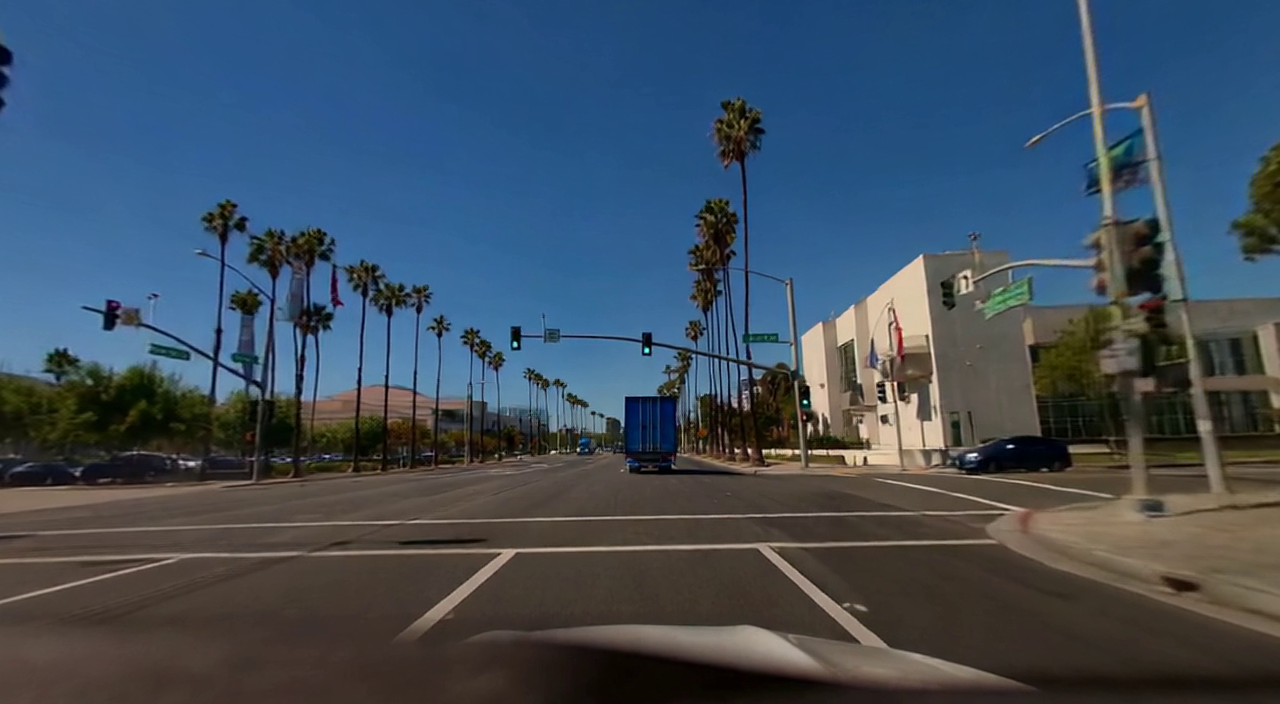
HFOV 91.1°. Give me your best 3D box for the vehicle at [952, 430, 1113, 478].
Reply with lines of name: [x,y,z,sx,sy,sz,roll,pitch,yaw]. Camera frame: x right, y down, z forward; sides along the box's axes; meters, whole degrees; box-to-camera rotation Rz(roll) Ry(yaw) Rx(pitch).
vehicle: [13.664,3.576,22.087,4.270,1.520,1.931,-1,-9,2]

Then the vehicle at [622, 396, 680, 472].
vehicle: [0.393,5.184,38.778,2.992,3.949,11.815,0,-9,-2]

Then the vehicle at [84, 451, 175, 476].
vehicle: [-36.863,8.051,45.393,4.812,1.727,2.027,0,-9,1]
